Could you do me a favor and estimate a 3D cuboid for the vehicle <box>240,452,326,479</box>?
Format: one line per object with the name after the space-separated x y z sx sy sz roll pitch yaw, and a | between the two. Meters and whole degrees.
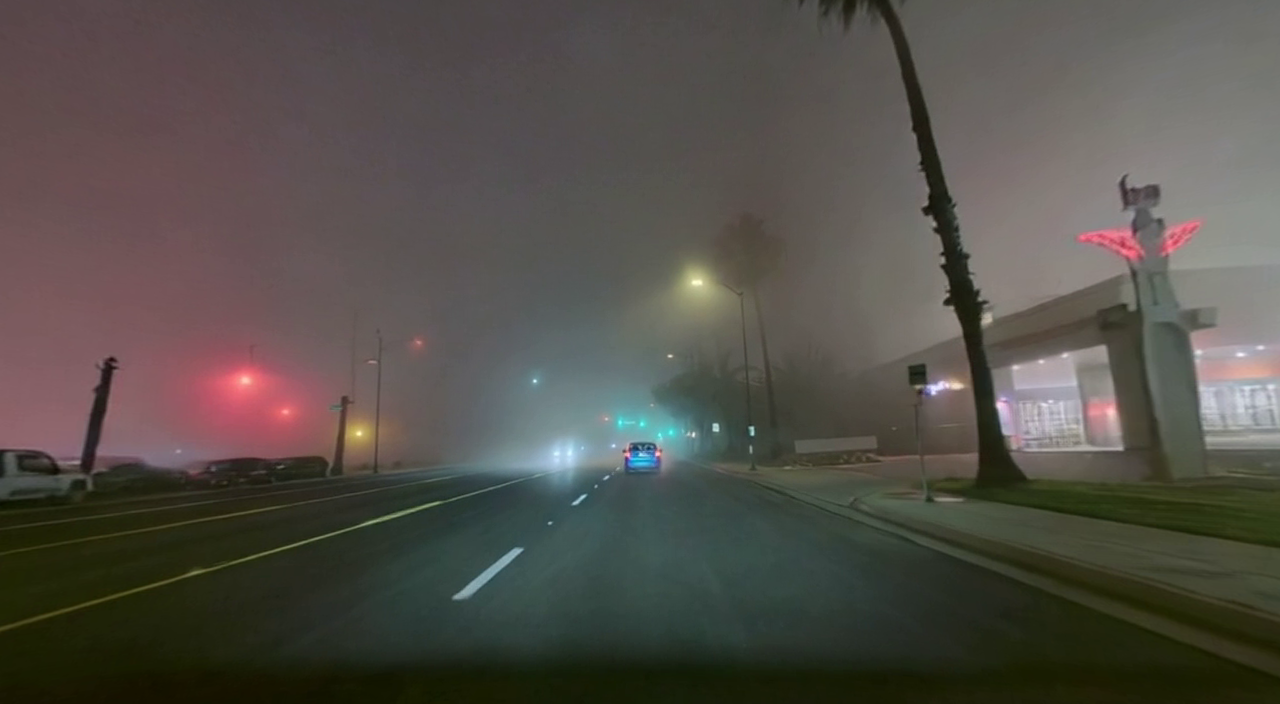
-21.534 6.802 37.975 4.320 1.496 2.046 5 -10 -29 | vehicle

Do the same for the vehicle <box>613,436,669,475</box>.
0.074 4.319 26.397 2.144 1.514 4.063 0 -9 1 | vehicle

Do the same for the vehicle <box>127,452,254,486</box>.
-21.345 5.565 30.043 4.440 1.498 2.001 3 -9 -20 | vehicle
